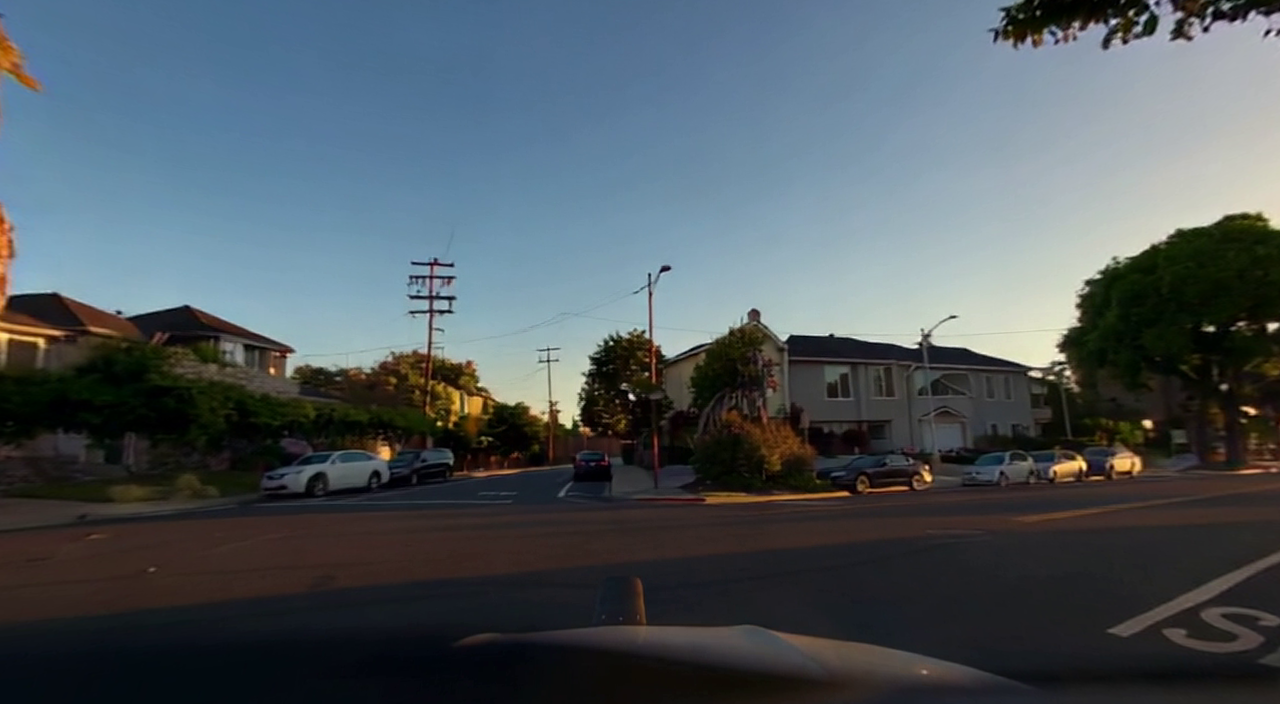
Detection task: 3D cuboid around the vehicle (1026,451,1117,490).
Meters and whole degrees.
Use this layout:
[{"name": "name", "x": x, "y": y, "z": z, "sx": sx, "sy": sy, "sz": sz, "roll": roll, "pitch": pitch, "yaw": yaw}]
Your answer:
[{"name": "vehicle", "x": 23.099, "y": 6.267, "z": 33.762, "sx": 5.499, "sy": 1.837, "sz": 2.089, "roll": 6, "pitch": -10, "yaw": -35}]

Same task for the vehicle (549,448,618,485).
[{"name": "vehicle", "x": -2.570, "y": 5.350, "z": 29.844, "sx": 1.981, "sy": 1.579, "sz": 4.446, "roll": -2, "pitch": -9, "yaw": 12}]

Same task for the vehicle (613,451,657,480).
[{"name": "vehicle", "x": -0.271, "y": 7.251, "z": 40.629, "sx": 1.989, "sy": 1.683, "sz": 3.918, "roll": -2, "pitch": -9, "yaw": 12}]

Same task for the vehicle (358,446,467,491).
[{"name": "vehicle", "x": -10.629, "y": 5.454, "z": 30.142, "sx": 2.283, "sy": 1.909, "sz": 5.692, "roll": -2, "pitch": -9, "yaw": 10}]

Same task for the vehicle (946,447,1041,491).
[{"name": "vehicle", "x": 16.268, "y": 5.317, "z": 29.010, "sx": 4.414, "sy": 1.837, "sz": 1.937, "roll": 6, "pitch": -10, "yaw": -34}]

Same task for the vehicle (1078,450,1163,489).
[{"name": "vehicle", "x": 28.190, "y": 6.799, "z": 37.016, "sx": 5.738, "sy": 2.060, "sz": 2.282, "roll": 6, "pitch": -11, "yaw": -36}]

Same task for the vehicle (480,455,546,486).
[{"name": "vehicle", "x": -8.359, "y": 7.829, "z": 42.196, "sx": 2.287, "sy": 1.830, "sz": 5.343, "roll": -2, "pitch": -9, "yaw": 12}]

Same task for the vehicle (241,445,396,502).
[{"name": "vehicle", "x": -11.877, "y": 4.478, "z": 23.986, "sx": 2.152, "sy": 1.877, "sz": 5.701, "roll": -2, "pitch": -9, "yaw": 10}]

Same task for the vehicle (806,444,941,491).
[{"name": "vehicle", "x": 8.955, "y": 4.479, "z": 24.096, "sx": 5.197, "sy": 1.431, "sz": 2.136, "roll": 10, "pitch": -16, "yaw": -33}]
